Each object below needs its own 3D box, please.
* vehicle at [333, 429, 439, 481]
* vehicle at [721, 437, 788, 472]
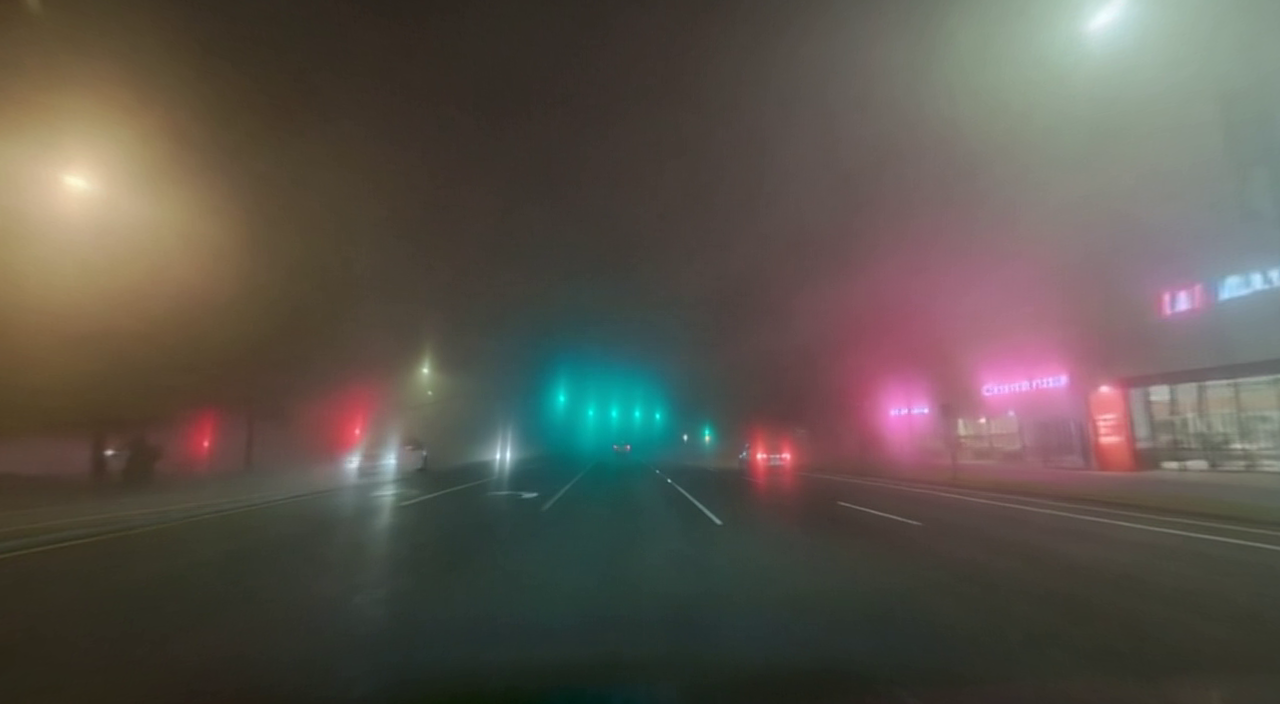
[{"bbox_3d":[-10.847,4.436,27.573,2.290,1.989,5.924,0,-8,-2],"label":"vehicle"},{"bbox_3d":[5.168,4.719,29.231,2.024,1.475,4.600,0,-8,-3],"label":"vehicle"}]
